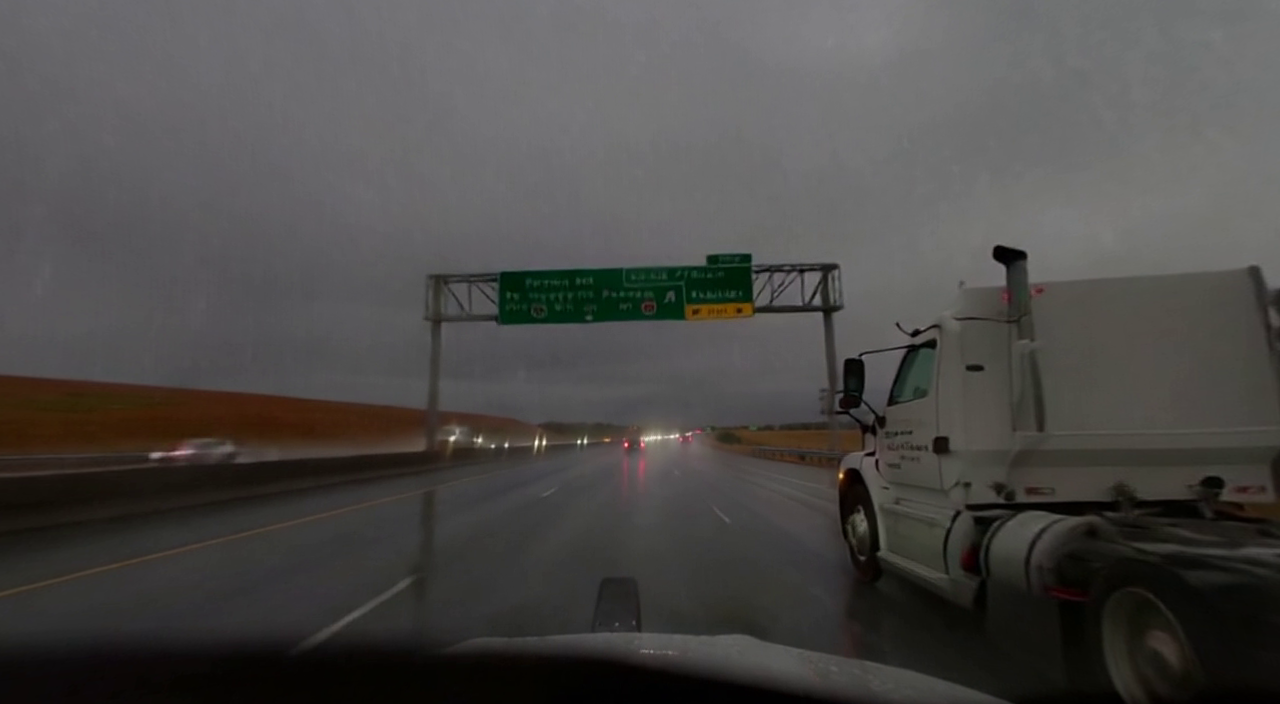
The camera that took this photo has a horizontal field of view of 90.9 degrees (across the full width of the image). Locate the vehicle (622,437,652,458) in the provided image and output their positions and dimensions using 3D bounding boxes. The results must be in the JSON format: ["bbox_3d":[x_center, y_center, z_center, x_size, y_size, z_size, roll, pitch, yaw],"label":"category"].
[{"bbox_3d":[-0.211,7.183,47.554,2.140,1.475,3.969,0,-8,0],"label":"vehicle"}]

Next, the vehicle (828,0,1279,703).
[{"bbox_3d":[3.704,-0.023,3.627,3.222,3.915,6.030,0,-8,-1],"label":"vehicle"}]

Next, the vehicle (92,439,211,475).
[{"bbox_3d":[-22.080,4.713,28.750,1.883,1.492,4.375,0,-8,0],"label":"vehicle"}]
